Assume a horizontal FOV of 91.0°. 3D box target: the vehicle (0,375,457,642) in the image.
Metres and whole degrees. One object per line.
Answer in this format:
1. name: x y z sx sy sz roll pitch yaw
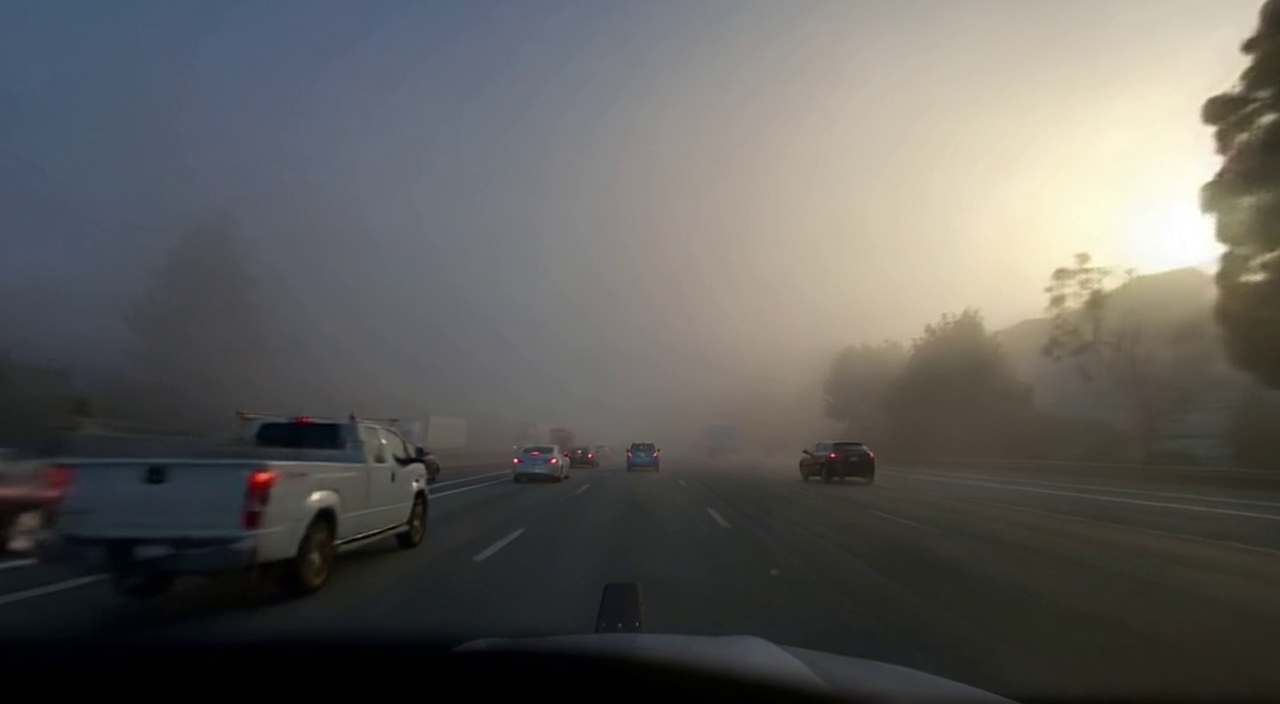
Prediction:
1. vehicle: -3.570 1.357 6.419 2.012 1.734 4.510 0 -9 0

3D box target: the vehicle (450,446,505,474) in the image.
1. vehicle: -8.936 5.949 34.917 1.827 1.472 3.962 -1 -9 3

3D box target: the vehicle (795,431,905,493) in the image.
1. vehicle: 6.550 3.477 20.222 1.992 1.745 4.329 0 -9 -1

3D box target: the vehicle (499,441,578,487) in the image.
1. vehicle: -3.472 3.940 22.417 2.025 1.449 4.190 0 -9 1

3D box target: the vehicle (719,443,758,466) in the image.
1. vehicle: 6.544 6.822 42.023 1.895 1.488 4.254 0 -9 0

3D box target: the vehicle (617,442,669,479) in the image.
1. vehicle: 0.123 4.639 27.170 2.053 1.461 3.941 0 -9 0
